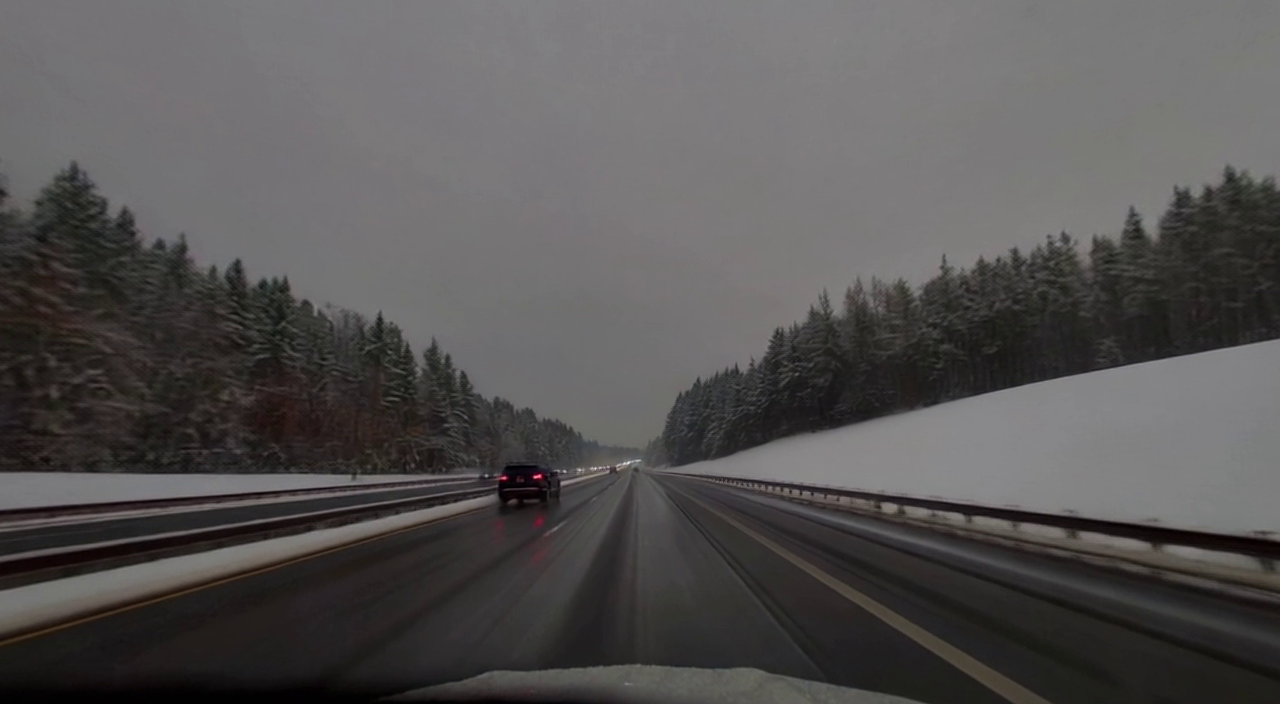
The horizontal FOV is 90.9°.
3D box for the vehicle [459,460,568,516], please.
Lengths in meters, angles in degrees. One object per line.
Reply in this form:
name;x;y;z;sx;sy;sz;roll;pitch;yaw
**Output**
vehicle;-3.604;4.014;18.922;2.183;1.435;4.653;0;-10;1
